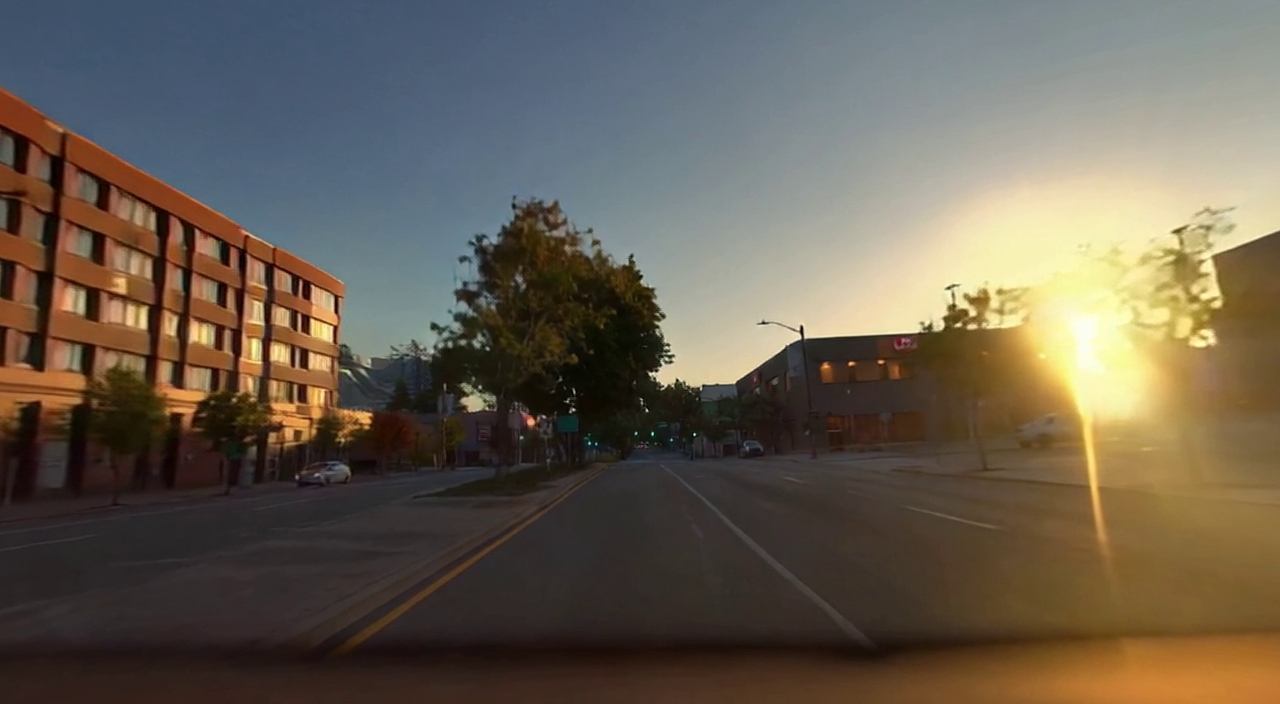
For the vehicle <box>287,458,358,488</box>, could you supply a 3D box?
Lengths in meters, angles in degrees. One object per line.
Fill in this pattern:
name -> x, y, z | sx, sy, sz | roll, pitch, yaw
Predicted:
vehicle -> -19.211, 7.354, 38.436 | 2.010, 1.504, 4.820 | -5, -10, -2
